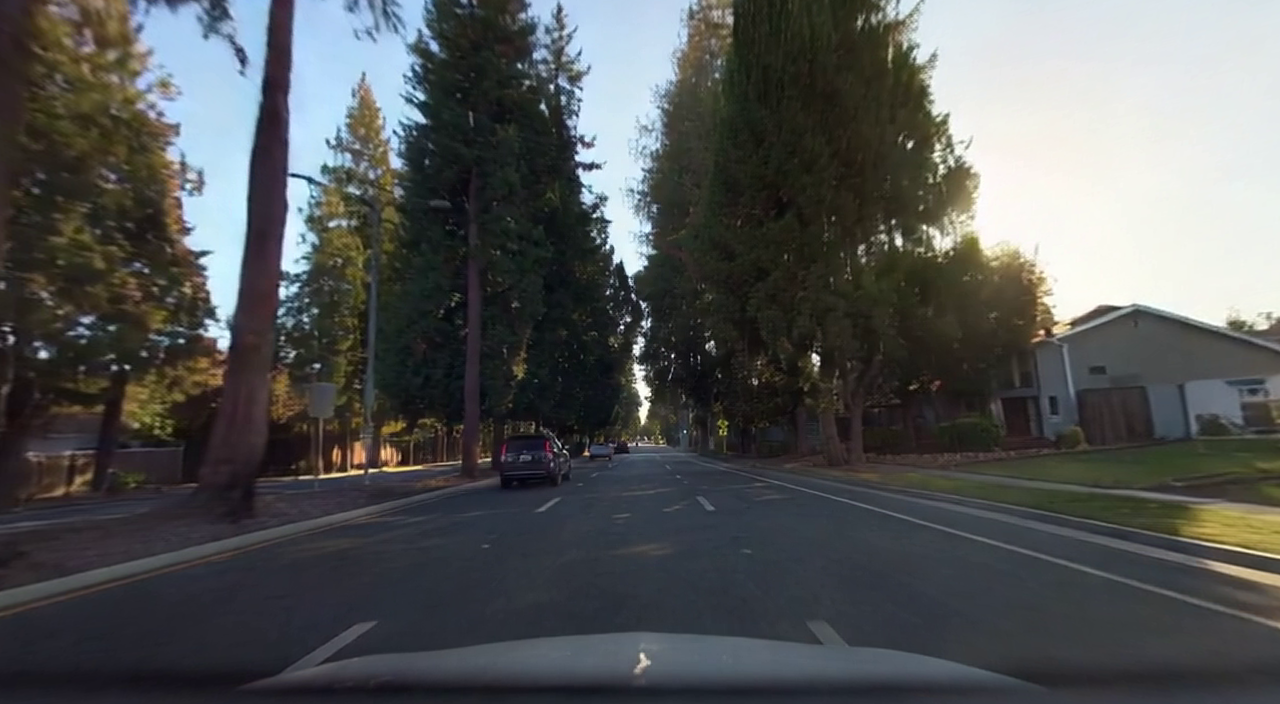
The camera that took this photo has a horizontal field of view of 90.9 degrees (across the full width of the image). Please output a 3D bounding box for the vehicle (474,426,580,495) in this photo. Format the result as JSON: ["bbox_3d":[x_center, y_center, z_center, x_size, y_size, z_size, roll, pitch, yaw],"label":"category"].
[{"bbox_3d":[-2.999,3.023,17.842,2.058,1.671,4.704,0,-9,1],"label":"vehicle"}]

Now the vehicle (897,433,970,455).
[{"bbox_3d":[21.053,6.626,45.364,4.288,1.450,1.892,-1,-9,2],"label":"vehicle"}]

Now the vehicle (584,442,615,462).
[{"bbox_3d":[-3.039,7.660,48.435,2.021,1.466,4.330,0,-9,1],"label":"vehicle"}]
